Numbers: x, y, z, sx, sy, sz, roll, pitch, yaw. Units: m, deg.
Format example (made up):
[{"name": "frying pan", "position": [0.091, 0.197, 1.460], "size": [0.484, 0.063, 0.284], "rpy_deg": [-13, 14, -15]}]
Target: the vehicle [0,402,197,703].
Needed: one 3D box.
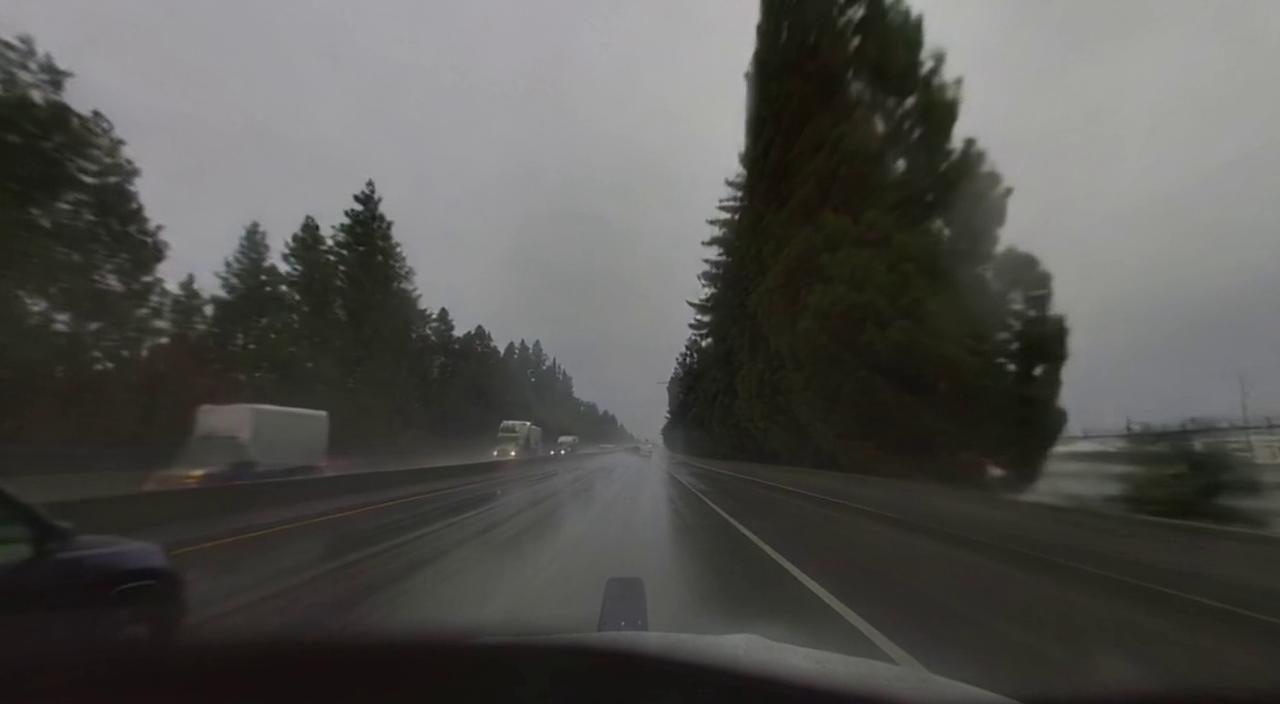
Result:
[{"name": "vehicle", "position": [-3.548, 0.753, 1.215], "size": [1.969, 1.505, 4.636], "rpy_deg": [0, -9, 1]}]
